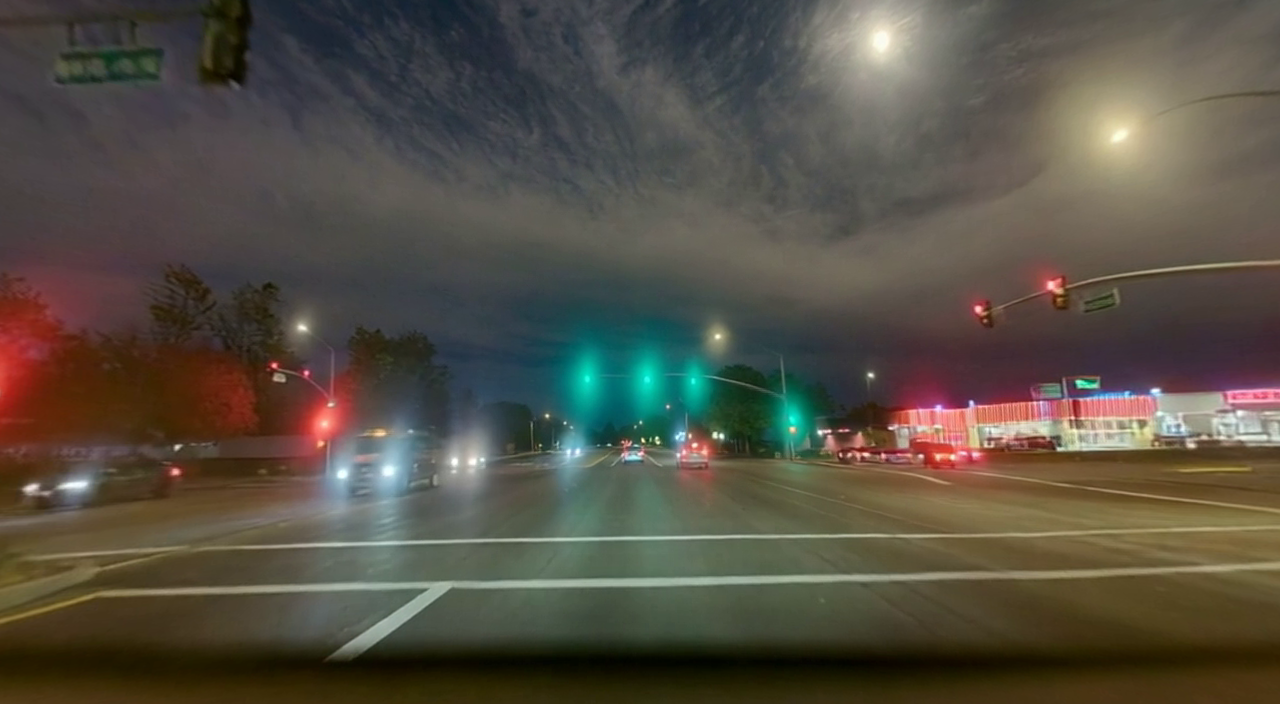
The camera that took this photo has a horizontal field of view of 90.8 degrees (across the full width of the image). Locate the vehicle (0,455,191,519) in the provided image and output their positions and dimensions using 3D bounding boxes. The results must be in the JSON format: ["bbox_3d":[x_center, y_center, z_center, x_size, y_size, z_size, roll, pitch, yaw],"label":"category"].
[{"bbox_3d":[-15.455,3.731,17.984,2.086,1.483,4.418,0,-8,0],"label":"vehicle"}]

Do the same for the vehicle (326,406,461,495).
[{"bbox_3d":[-8.699,3.578,23.187,2.327,2.780,6.498,0,-8,0],"label":"vehicle"}]

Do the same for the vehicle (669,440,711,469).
[{"bbox_3d":[2.911,6.124,37.879,2.022,1.643,4.326,0,-8,-2],"label":"vehicle"}]

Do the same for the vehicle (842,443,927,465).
[{"bbox_3d":[16.887,7.080,43.860,4.828,1.461,2.495,0,-8,0],"label":"vehicle"}]
